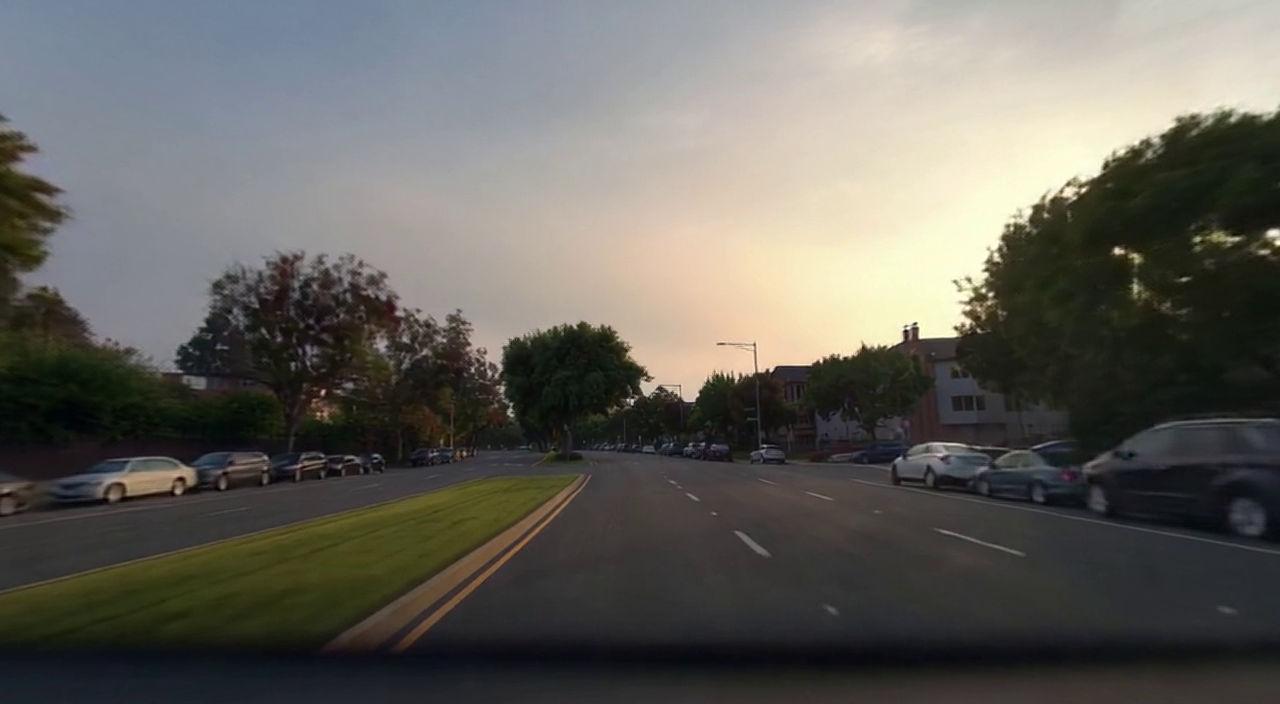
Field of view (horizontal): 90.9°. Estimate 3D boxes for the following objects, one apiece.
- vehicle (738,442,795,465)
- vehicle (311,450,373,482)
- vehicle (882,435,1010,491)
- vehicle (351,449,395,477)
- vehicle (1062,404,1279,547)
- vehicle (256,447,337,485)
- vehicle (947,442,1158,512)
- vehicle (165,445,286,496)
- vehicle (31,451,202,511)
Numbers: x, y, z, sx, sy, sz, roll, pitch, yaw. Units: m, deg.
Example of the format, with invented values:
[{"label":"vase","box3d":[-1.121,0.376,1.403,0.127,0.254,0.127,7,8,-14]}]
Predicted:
[{"label":"vehicle","box3d":[9.251,7.498,46.591,1.919,1.627,4.196,5,-10,-26]},{"label":"vehicle","box3d":[-17.954,6.852,38.202,1.802,1.477,4.648,-3,-5,-5]},{"label":"vehicle","box3d":[9.773,3.584,20.636,1.853,1.578,4.736,0,-9,0]},{"label":"vehicle","box3d":[-18.342,7.603,43.394,1.836,1.512,3.581,-2,-6,-6]},{"label":"vehicle","box3d":[9.905,1.987,10.482,2.091,1.962,5.091,1,-9,-2]},{"label":"vehicle","box3d":[-17.766,5.880,32.854,1.883,1.775,4.466,-1,-8,-3]},{"label":"vehicle","box3d":[9.721,2.955,15.472,1.863,1.423,4.709,1,-9,-2]},{"label":"vehicle","box3d":[-17.484,4.960,26.956,2.099,1.917,4.720,-1,-8,-2]},{"label":"vehicle","box3d":[-17.173,4.188,21.070,1.859,1.694,4.638,-1,-8,-2]}]
